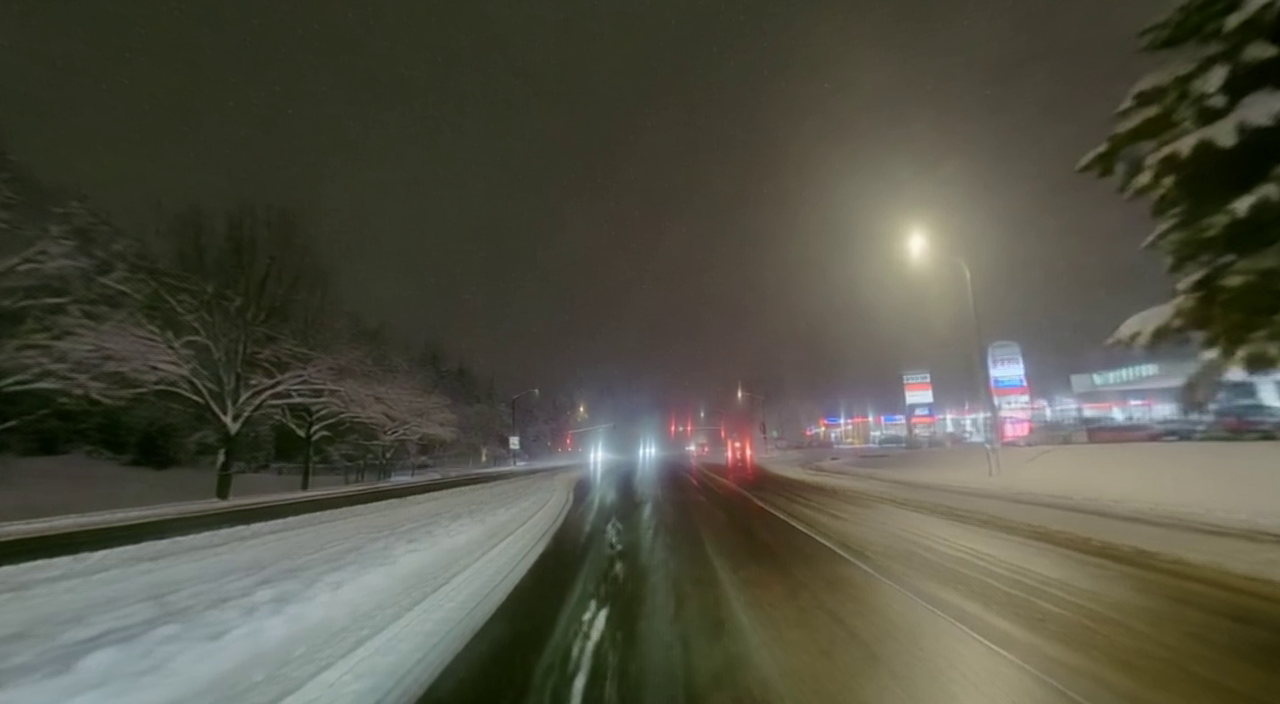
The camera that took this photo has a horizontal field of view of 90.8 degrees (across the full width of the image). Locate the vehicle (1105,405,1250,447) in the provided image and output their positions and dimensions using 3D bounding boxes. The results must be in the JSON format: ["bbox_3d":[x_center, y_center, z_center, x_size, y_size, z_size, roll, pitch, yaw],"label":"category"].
[{"bbox_3d":[23.130,3.232,27.342,4.326,1.695,1.975,-1,-9,3],"label":"vehicle"}]

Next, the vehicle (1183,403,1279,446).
[{"bbox_3d":[23.576,2.783,24.104,3.778,1.546,1.949,-1,-9,1],"label":"vehicle"}]
